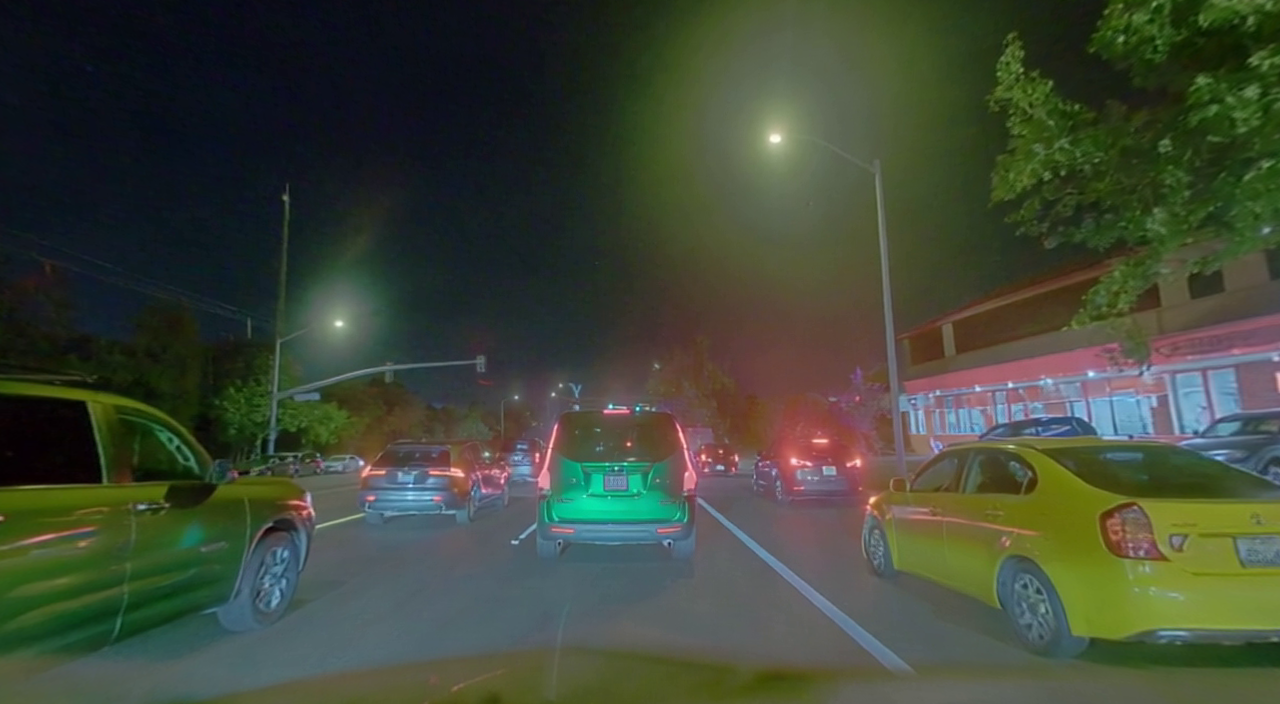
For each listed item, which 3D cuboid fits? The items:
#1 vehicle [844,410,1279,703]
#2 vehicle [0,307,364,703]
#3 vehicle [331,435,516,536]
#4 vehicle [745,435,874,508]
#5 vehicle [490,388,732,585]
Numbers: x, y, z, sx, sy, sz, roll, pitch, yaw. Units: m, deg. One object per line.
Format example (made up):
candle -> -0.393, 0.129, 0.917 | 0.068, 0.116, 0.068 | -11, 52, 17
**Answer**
vehicle -> 3.376, 1.342, 5.139 | 1.900, 1.477, 4.352 | 0, -9, -1
vehicle -> -3.598, 0.894, 3.335 | 2.231, 1.853, 4.461 | 0, -9, 0
vehicle -> -3.577, 2.269, 11.370 | 1.849, 1.451, 4.218 | 0, -9, 0
vehicle -> 3.914, 2.824, 15.406 | 1.875, 1.521, 4.192 | 0, -9, -2
vehicle -> -0.307, 1.562, 8.057 | 2.238, 1.825, 4.190 | 0, -9, -1
